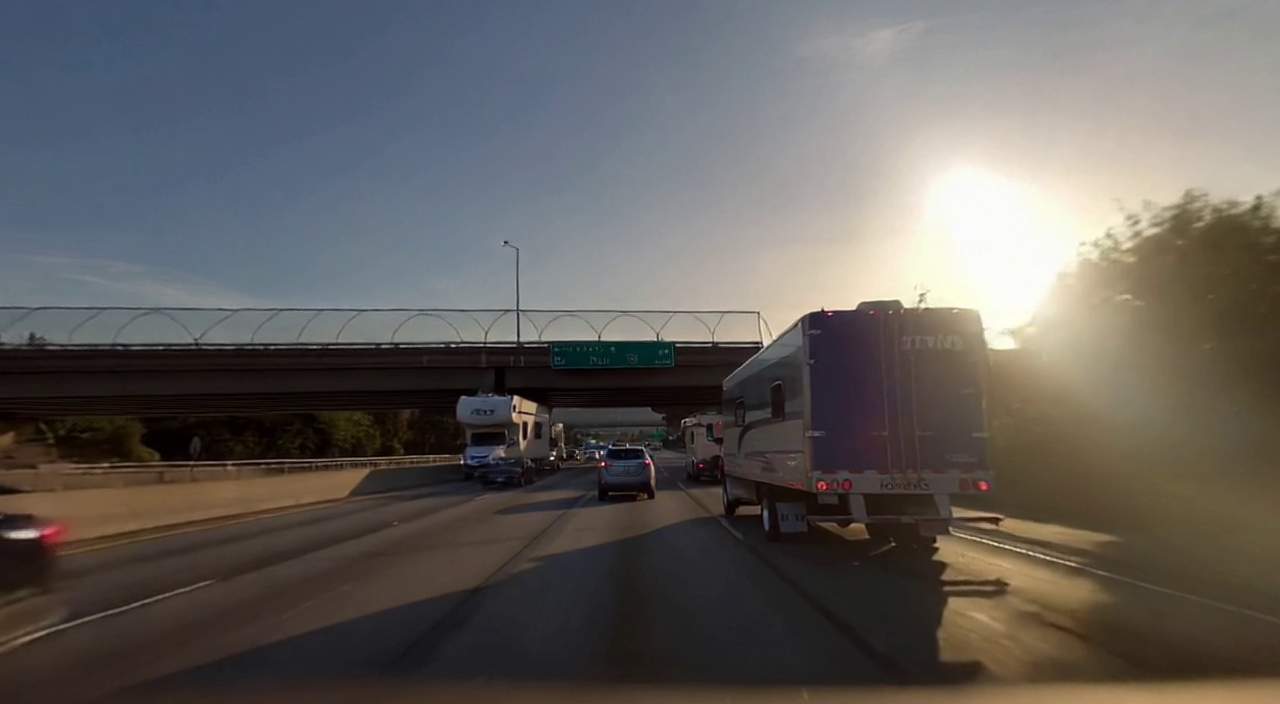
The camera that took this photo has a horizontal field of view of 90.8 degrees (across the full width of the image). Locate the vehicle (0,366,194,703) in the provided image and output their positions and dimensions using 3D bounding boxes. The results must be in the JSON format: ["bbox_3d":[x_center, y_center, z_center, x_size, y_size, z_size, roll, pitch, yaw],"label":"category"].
[{"bbox_3d":[-3.970,0.800,2.015,2.074,1.717,4.089,0,-9,-1],"label":"vehicle"}]

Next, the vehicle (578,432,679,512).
[{"bbox_3d":[-0.280,2.928,15.856,2.201,1.719,4.058,0,-9,-1],"label":"vehicle"}]

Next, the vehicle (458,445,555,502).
[{"bbox_3d":[-3.825,3.544,18.799,1.980,1.499,3.944,0,-9,1],"label":"vehicle"}]

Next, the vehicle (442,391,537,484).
[{"bbox_3d":[-6.923,4.113,30.057,3.008,3.987,5.871,0,-9,0],"label":"vehicle"}]

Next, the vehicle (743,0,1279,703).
[{"bbox_3d":[2.897,-0.668,0.293,2.934,4.123,15.785,0,-9,0],"label":"vehicle"}]
